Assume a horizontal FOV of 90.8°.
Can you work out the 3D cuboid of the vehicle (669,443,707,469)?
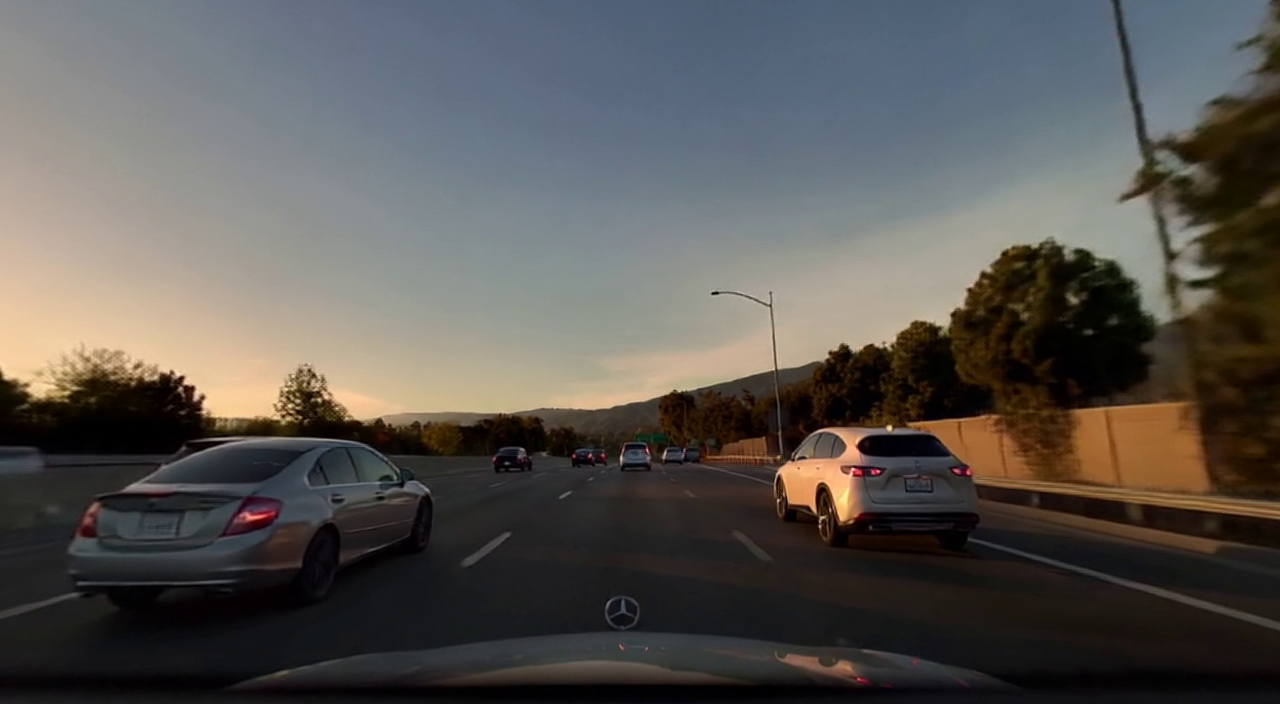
[{"bbox_3d":[3.302,7.275,44.546,2.320,1.735,4.408,0,-8,0],"label":"vehicle"}]

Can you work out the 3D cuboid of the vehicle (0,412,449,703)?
[{"bbox_3d":[-3.454,1.395,5.386,2.130,1.514,4.766,0,-8,0],"label":"vehicle"}]

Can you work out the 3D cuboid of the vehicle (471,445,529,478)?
[{"bbox_3d":[-7.014,5.523,32.117,1.980,1.519,4.147,0,-8,1],"label":"vehicle"}]

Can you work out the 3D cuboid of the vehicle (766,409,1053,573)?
[{"bbox_3d":[3.330,1.807,9.058,2.029,1.716,4.545,0,-8,-1],"label":"vehicle"}]

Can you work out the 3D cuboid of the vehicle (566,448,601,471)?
[{"bbox_3d":[-3.781,7.299,43.232,1.968,1.473,4.209,0,-8,1],"label":"vehicle"}]

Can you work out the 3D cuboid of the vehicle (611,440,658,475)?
[{"bbox_3d":[-0.317,5.787,34.970,2.408,1.748,4.217,0,-8,-1],"label":"vehicle"}]
